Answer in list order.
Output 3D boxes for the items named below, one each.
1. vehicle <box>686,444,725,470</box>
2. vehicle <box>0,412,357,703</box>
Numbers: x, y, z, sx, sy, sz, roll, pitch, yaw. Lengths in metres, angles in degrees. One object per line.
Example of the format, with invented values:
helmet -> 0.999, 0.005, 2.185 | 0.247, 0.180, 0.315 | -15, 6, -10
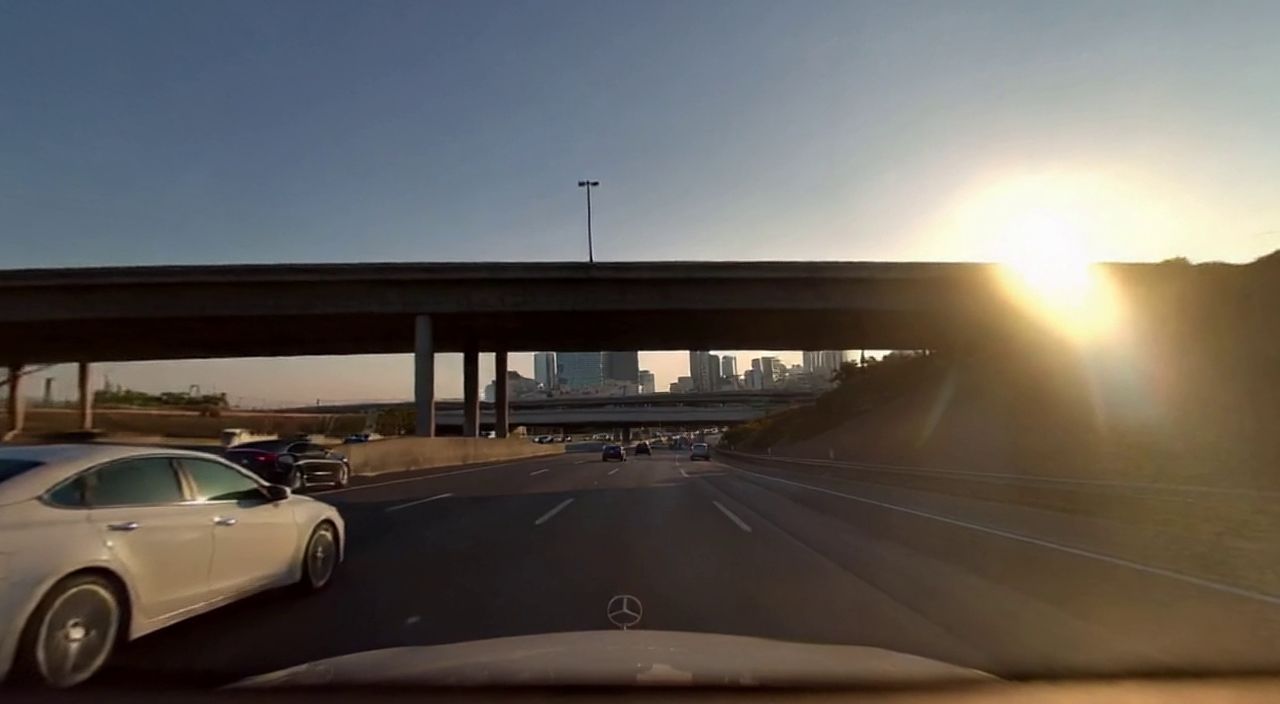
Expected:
vehicle -> 4.108, 6.647, 40.267 | 2.059, 1.509, 4.670 | 0, -8, 1
vehicle -> -3.734, 1.164, 3.797 | 1.990, 1.477, 4.308 | 0, -8, 1
